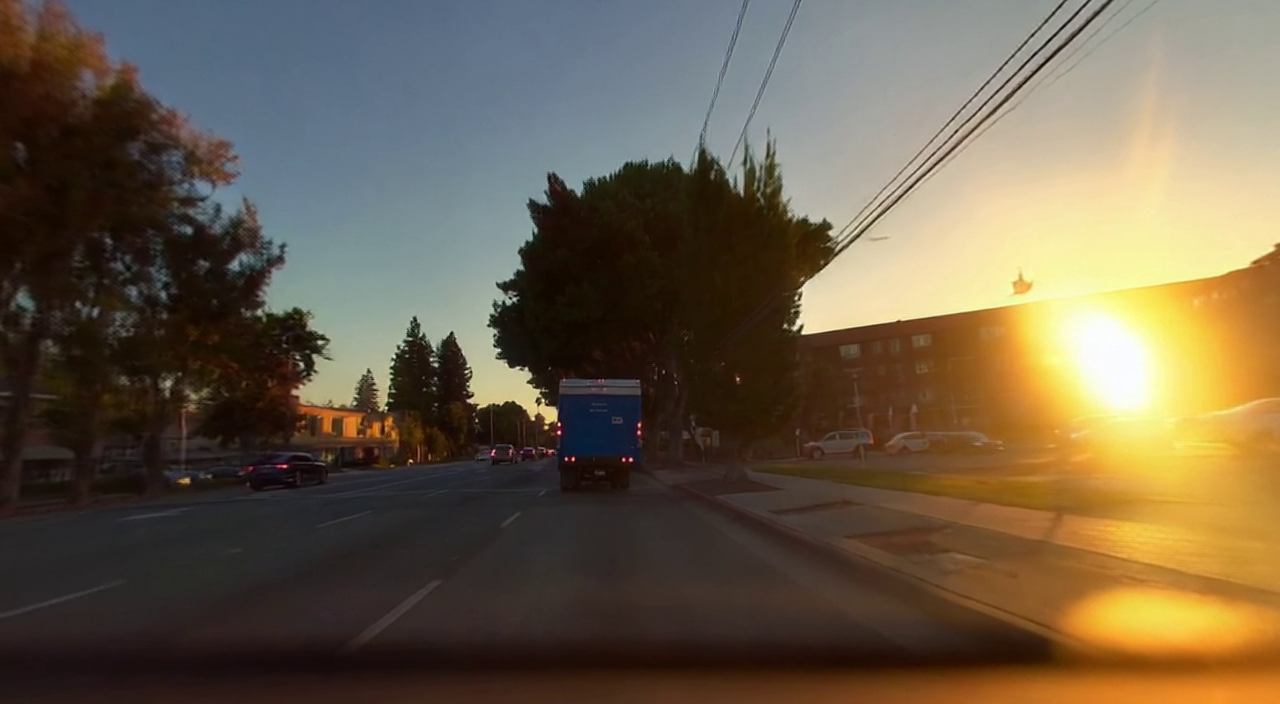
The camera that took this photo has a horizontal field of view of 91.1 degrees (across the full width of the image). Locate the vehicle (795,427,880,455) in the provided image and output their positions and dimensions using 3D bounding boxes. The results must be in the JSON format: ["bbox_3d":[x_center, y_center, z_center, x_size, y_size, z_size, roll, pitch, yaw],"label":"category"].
[{"bbox_3d":[11.523,5.222,36.813,4.321,1.579,1.823,1,-8,-4],"label":"vehicle"}]

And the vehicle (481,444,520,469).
[{"bbox_3d":[-10.330,7.781,46.818,2.095,1.759,4.433,0,-9,-3],"label":"vehicle"}]

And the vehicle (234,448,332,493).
[{"bbox_3d":[-14.562,4.810,25.907,1.958,1.672,4.283,1,-9,-8],"label":"vehicle"}]

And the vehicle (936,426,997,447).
[{"bbox_3d":[23.578,6.136,45.401,3.537,1.393,1.581,1,-10,-6],"label":"vehicle"}]

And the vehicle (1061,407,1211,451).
[{"bbox_3d":[25.025,3.908,31.803,5.850,2.049,2.317,0,-8,-6],"label":"vehicle"}]

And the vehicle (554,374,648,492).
[{"bbox_3d":[-1.545,3.182,24.095,2.905,3.644,8.807,1,-9,-5],"label":"vehicle"}]
